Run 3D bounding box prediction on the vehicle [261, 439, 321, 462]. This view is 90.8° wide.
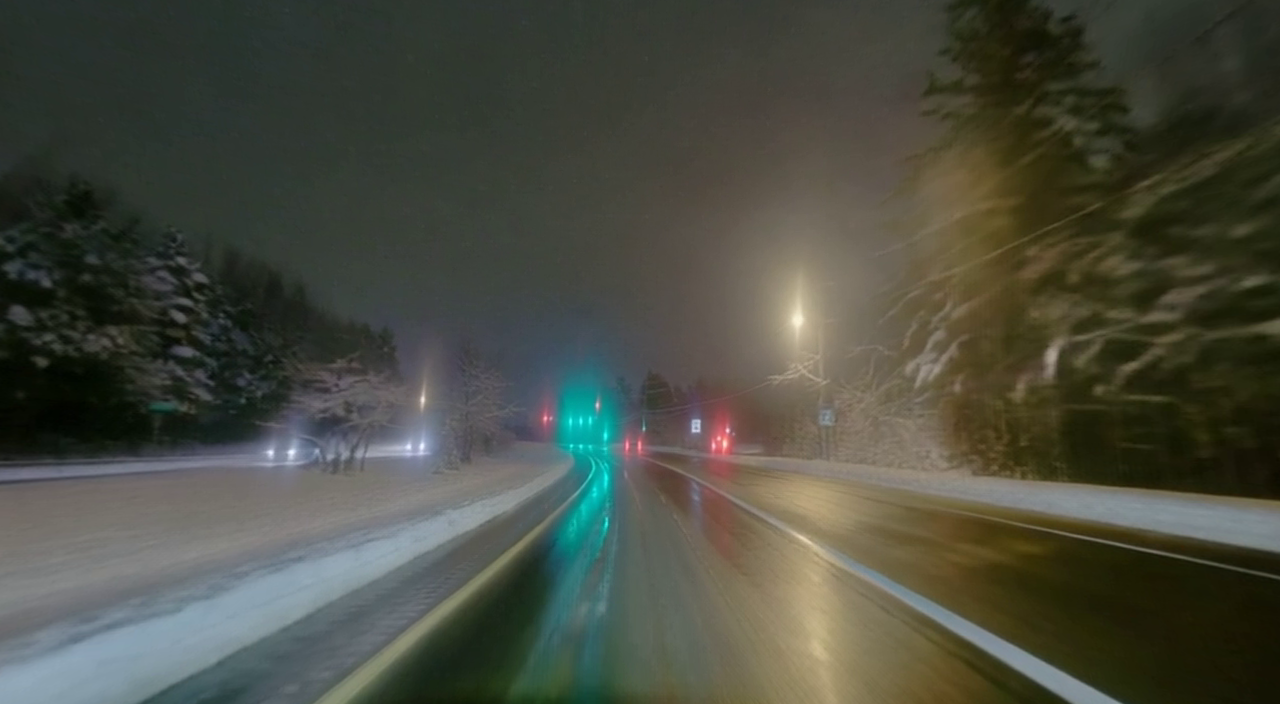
[{"bbox_3d":[-23.678,6.718,43.076,1.826,1.473,4.374,0,-8,-4],"label":"vehicle"}]
